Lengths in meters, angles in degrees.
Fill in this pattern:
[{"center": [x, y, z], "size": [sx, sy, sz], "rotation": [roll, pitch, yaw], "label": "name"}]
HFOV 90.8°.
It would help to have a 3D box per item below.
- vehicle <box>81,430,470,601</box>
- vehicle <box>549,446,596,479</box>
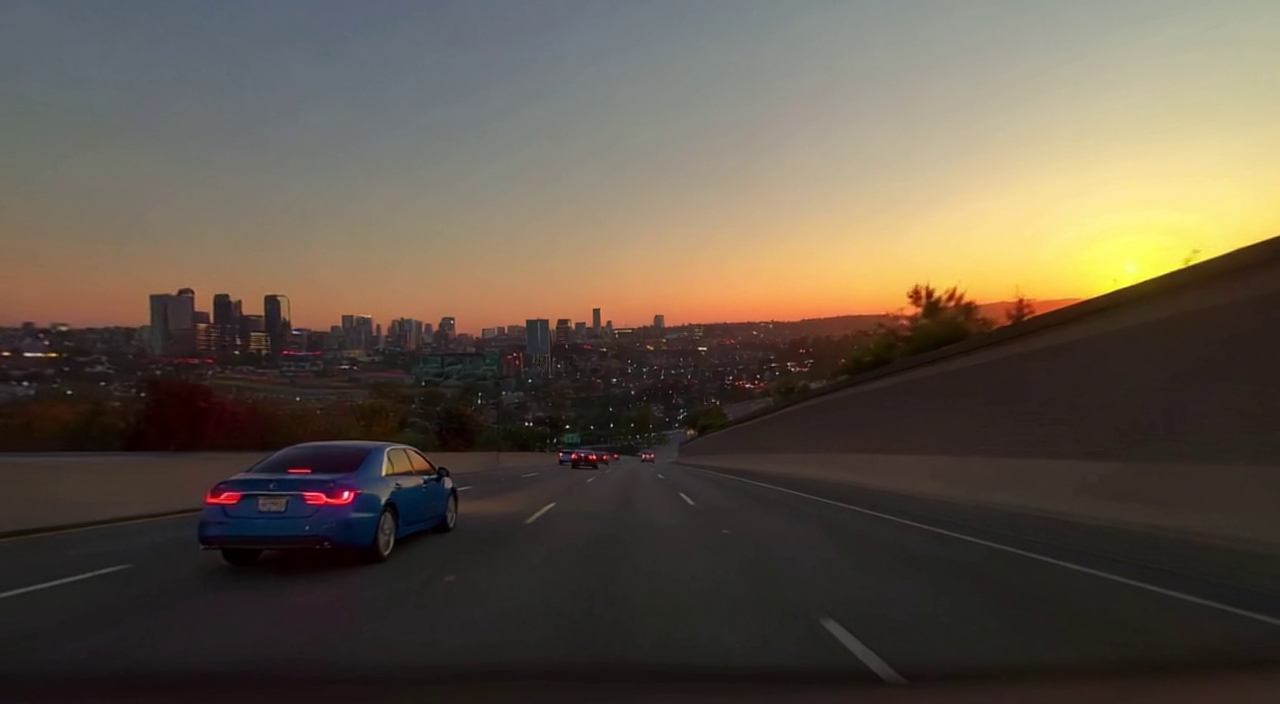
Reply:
[{"center": [-3.797, 1.773, 7.813], "size": [2.114, 1.480, 4.473], "rotation": [0, -9, 0], "label": "vehicle"}, {"center": [-3.624, 6.029, 34.815], "size": [2.075, 1.702, 4.257], "rotation": [0, -9, 0], "label": "vehicle"}]
